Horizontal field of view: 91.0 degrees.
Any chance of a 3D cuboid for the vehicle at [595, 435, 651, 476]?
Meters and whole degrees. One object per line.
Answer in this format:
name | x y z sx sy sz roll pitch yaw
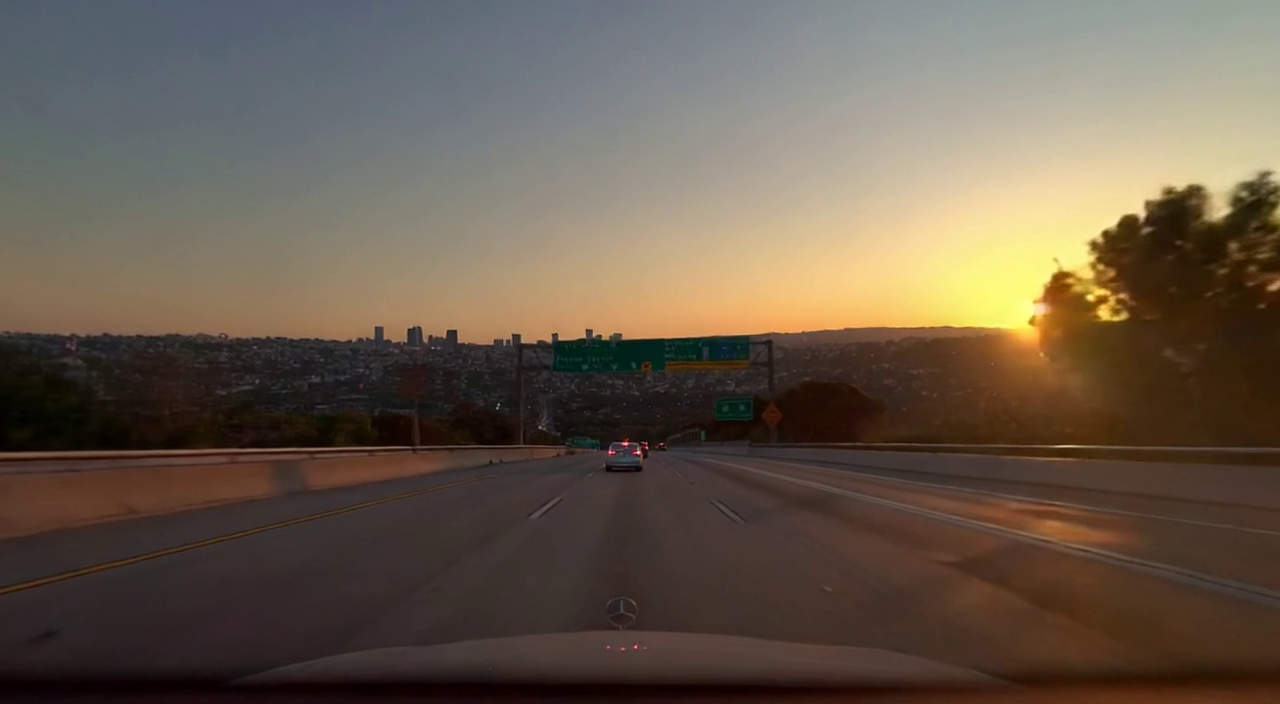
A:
vehicle | -0.655 4.294 26.324 2.147 1.576 3.964 0 -8 0
